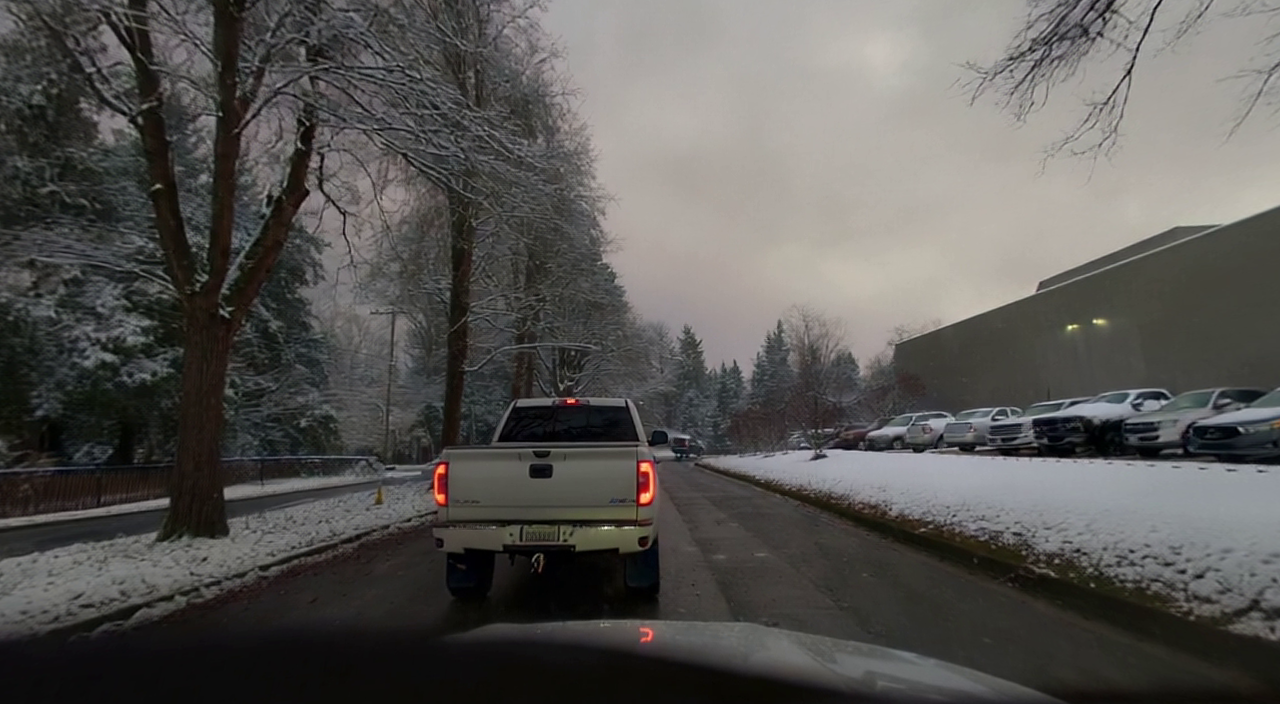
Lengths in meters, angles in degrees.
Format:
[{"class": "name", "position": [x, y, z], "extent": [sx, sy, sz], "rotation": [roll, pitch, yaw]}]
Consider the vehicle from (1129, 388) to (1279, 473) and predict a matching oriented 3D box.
[{"class": "vehicle", "position": [11.880, 1.418, 11.473], "extent": [4.298, 1.392, 1.944], "rotation": [-1, -8, 2]}]

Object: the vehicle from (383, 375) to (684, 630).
[{"class": "vehicle", "position": [-0.690, 1.444, 7.128], "extent": [2.157, 1.816, 5.039], "rotation": [0, -8, 2]}]
